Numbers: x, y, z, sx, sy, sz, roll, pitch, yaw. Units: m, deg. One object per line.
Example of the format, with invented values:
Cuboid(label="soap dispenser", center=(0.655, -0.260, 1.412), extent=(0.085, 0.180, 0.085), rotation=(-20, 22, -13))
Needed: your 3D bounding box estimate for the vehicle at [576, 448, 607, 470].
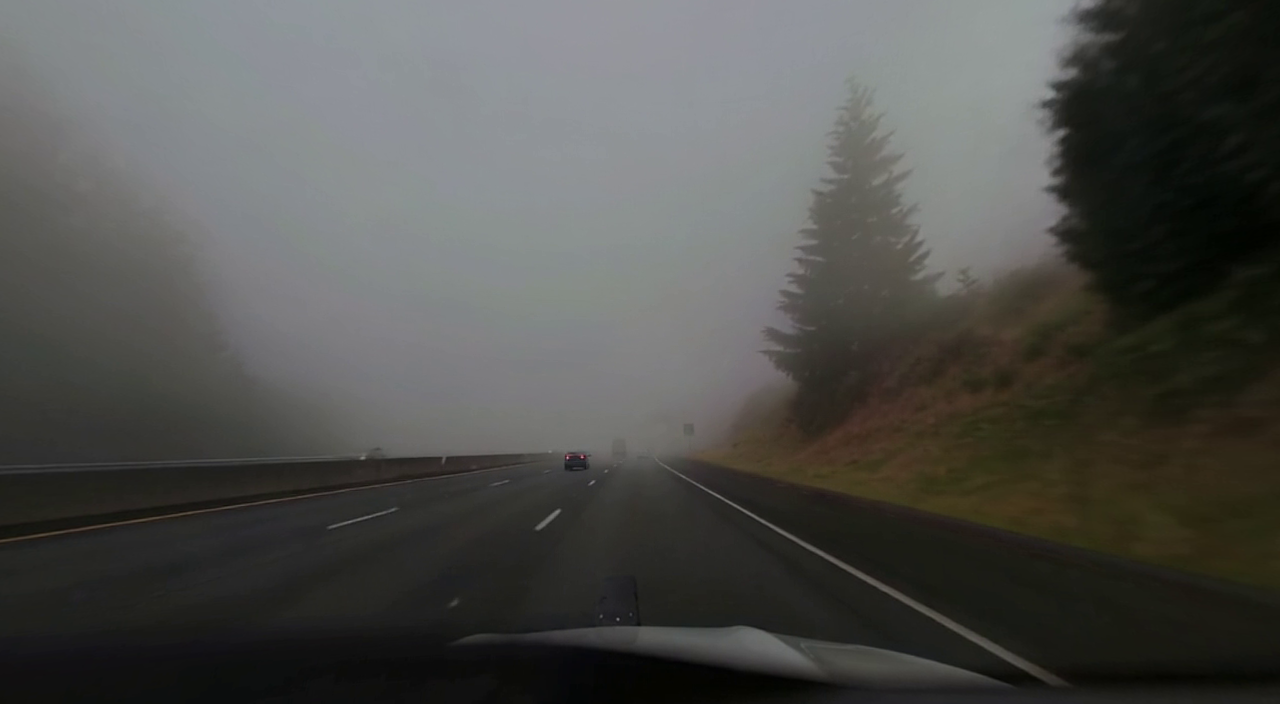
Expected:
Cuboid(label="vehicle", center=(-3.331, 7.490, 43.997), extent=(1.895, 1.482, 3.852), rotation=(0, -9, 0))
